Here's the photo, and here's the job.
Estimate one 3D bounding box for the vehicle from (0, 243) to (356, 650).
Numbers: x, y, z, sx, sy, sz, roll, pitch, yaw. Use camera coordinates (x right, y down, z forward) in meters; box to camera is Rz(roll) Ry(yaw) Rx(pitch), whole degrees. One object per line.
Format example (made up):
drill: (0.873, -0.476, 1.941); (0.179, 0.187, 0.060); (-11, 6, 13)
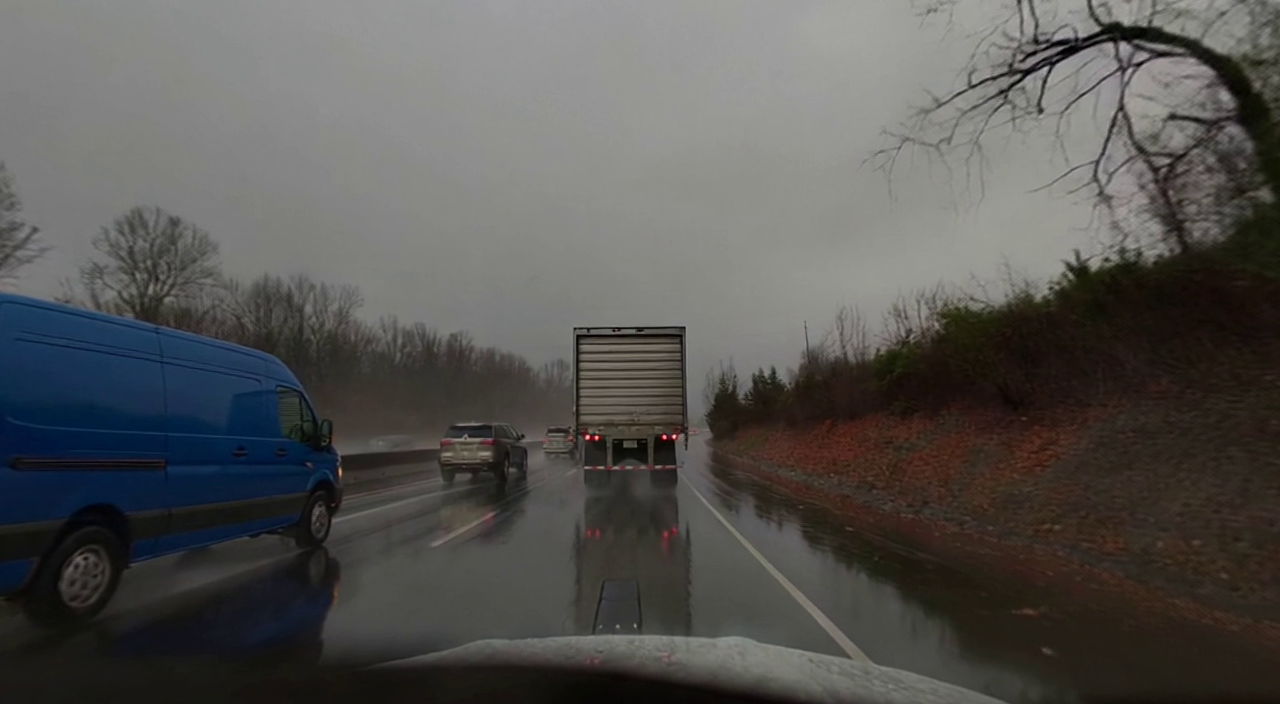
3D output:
vehicle: (-5.249, 0.878, 6.055); (2.478, 2.515, 5.438); (0, -8, -1)

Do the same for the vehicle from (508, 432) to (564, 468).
vehicle: (-4.856, 4.617, 29.948); (1.931, 1.539, 4.441); (0, -8, 0)

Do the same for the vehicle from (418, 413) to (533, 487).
vehicle: (-4.860, 2.983, 19.447); (2.168, 1.985, 4.952); (0, -8, 0)

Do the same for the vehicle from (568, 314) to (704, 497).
vehicle: (-0.213, 1.820, 18.882); (2.953, 4.041, 10.072); (0, -8, -1)
